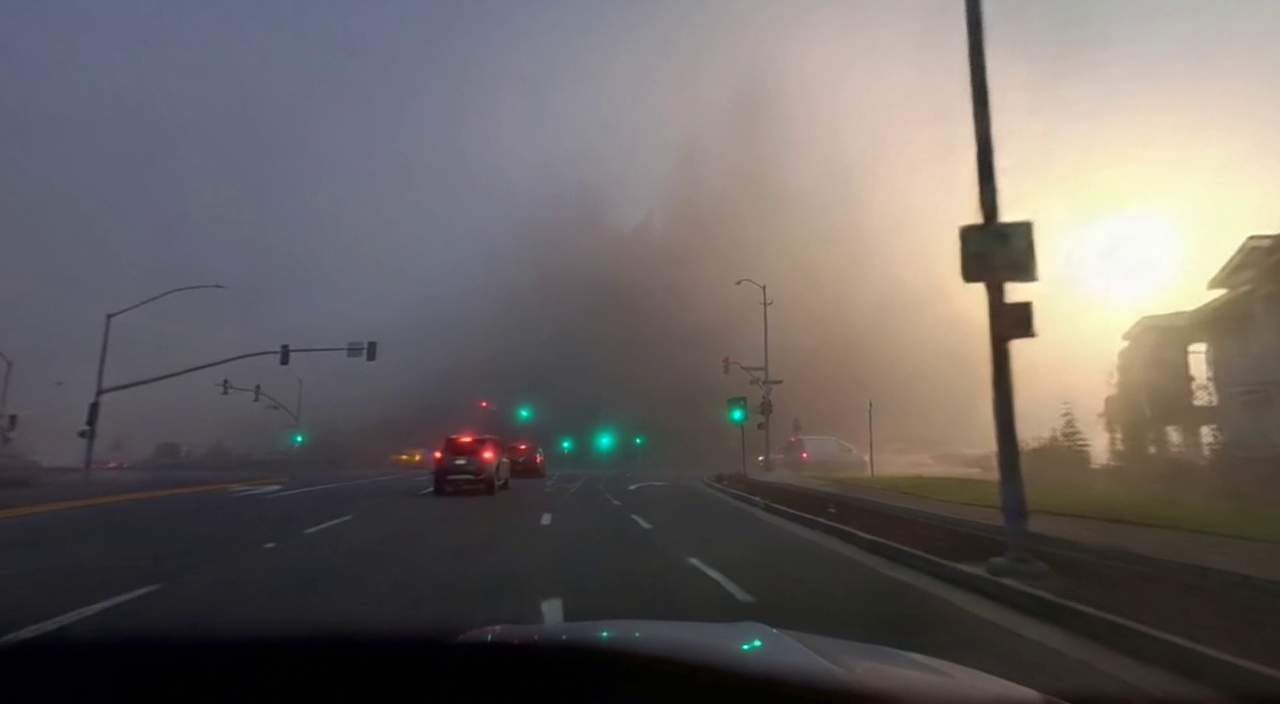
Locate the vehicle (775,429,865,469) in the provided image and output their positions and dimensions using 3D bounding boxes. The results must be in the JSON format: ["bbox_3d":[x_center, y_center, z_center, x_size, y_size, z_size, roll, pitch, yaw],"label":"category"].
[{"bbox_3d":[13.292,7.174,46.341,6.269,2.785,2.334,4,-9,-25],"label":"vehicle"}]

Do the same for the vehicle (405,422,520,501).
[{"bbox_3d":[-4.603,2.908,17.042,2.152,1.822,4.391,1,-8,-5],"label":"vehicle"}]
